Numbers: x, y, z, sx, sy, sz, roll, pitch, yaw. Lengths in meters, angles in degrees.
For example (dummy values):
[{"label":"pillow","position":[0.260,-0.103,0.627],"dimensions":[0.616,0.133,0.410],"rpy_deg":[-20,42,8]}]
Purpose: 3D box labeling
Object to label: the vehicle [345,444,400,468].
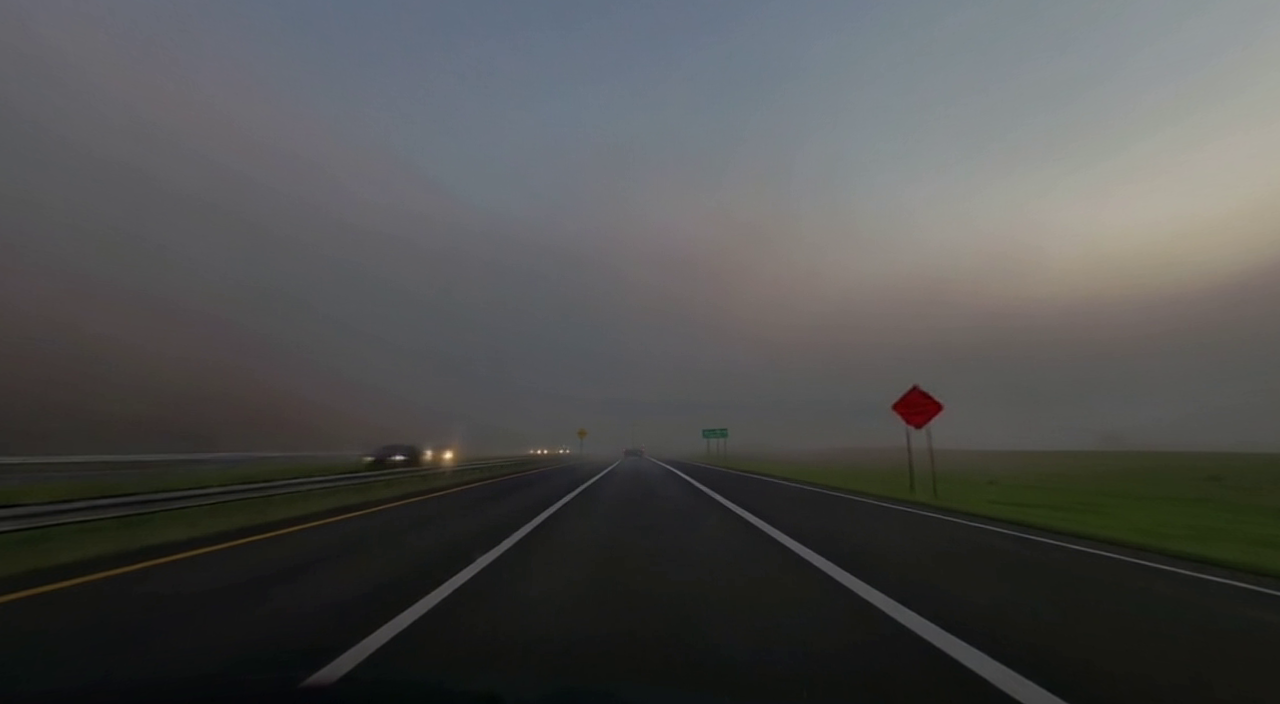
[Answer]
[{"label":"vehicle","position":[-16.825,6.568,39.851],"dimensions":[1.747,1.441,3.901],"rpy_deg":[0,-9,0]}]
